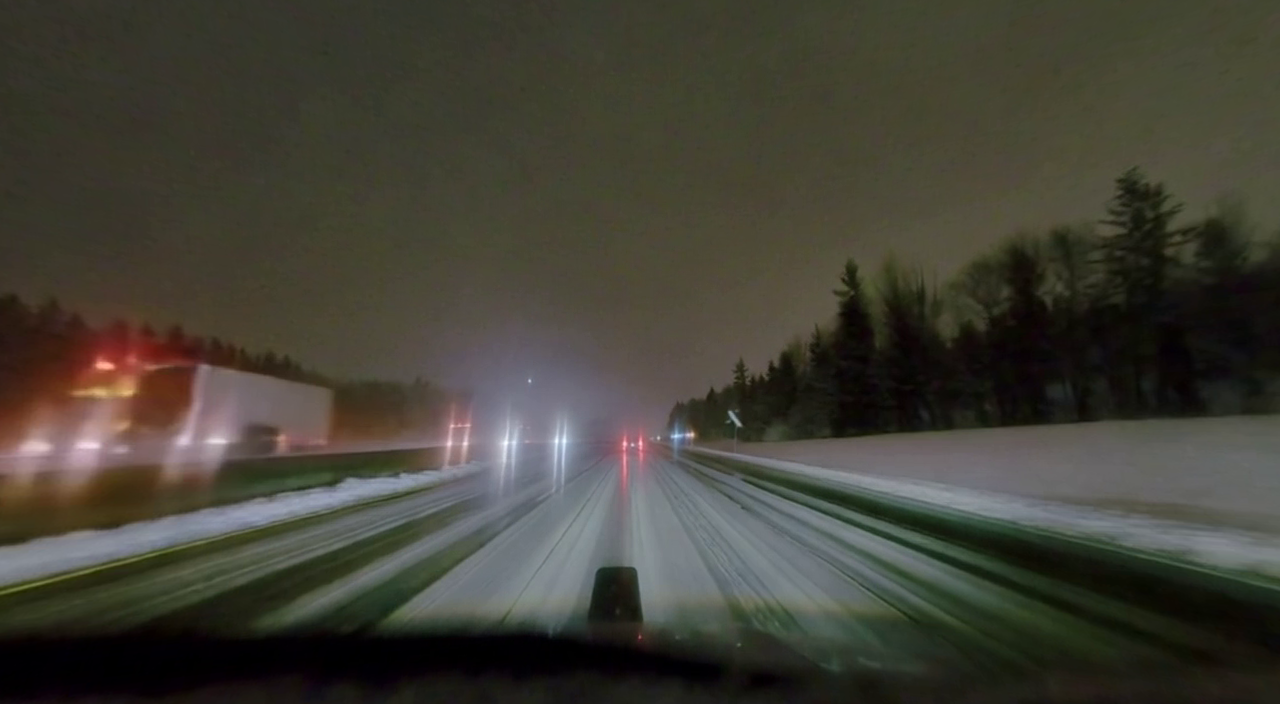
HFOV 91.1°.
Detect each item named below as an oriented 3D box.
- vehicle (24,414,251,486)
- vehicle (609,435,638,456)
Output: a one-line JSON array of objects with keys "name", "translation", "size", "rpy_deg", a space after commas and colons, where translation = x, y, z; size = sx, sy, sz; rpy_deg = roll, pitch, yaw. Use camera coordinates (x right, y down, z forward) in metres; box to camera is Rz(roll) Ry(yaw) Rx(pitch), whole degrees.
[{"name": "vehicle", "translation": [-12.502, 2.478, 16.186], "size": [1.927, 1.559, 4.766], "rpy_deg": [0, -8, -1]}, {"name": "vehicle", "translation": [-1.242, 6.954, 46.976], "size": [2.025, 1.519, 3.924], "rpy_deg": [0, -8, -2]}]
